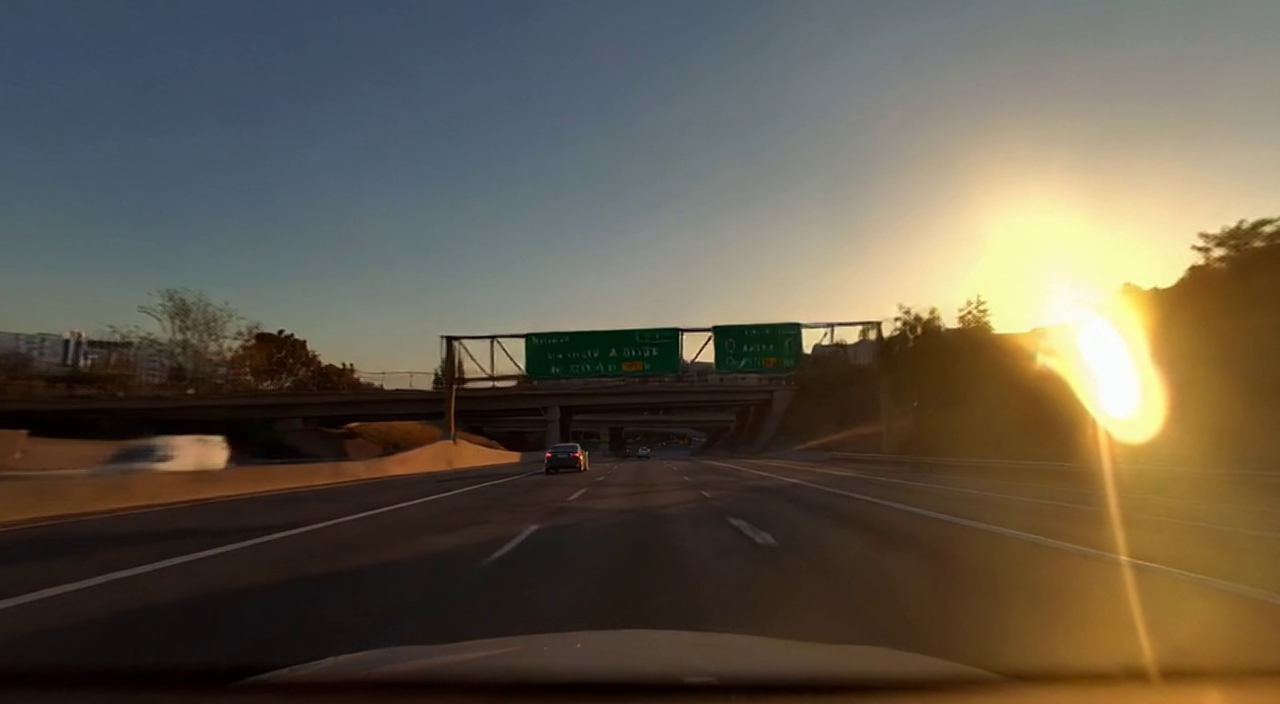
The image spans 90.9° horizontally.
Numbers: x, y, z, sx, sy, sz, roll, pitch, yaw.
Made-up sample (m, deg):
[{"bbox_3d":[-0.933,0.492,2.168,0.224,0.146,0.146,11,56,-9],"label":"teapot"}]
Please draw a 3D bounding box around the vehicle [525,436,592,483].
[{"bbox_3d":[-3.154,4.268,25.413,2.072,1.706,4.359,0,-8,1],"label":"vehicle"}]
